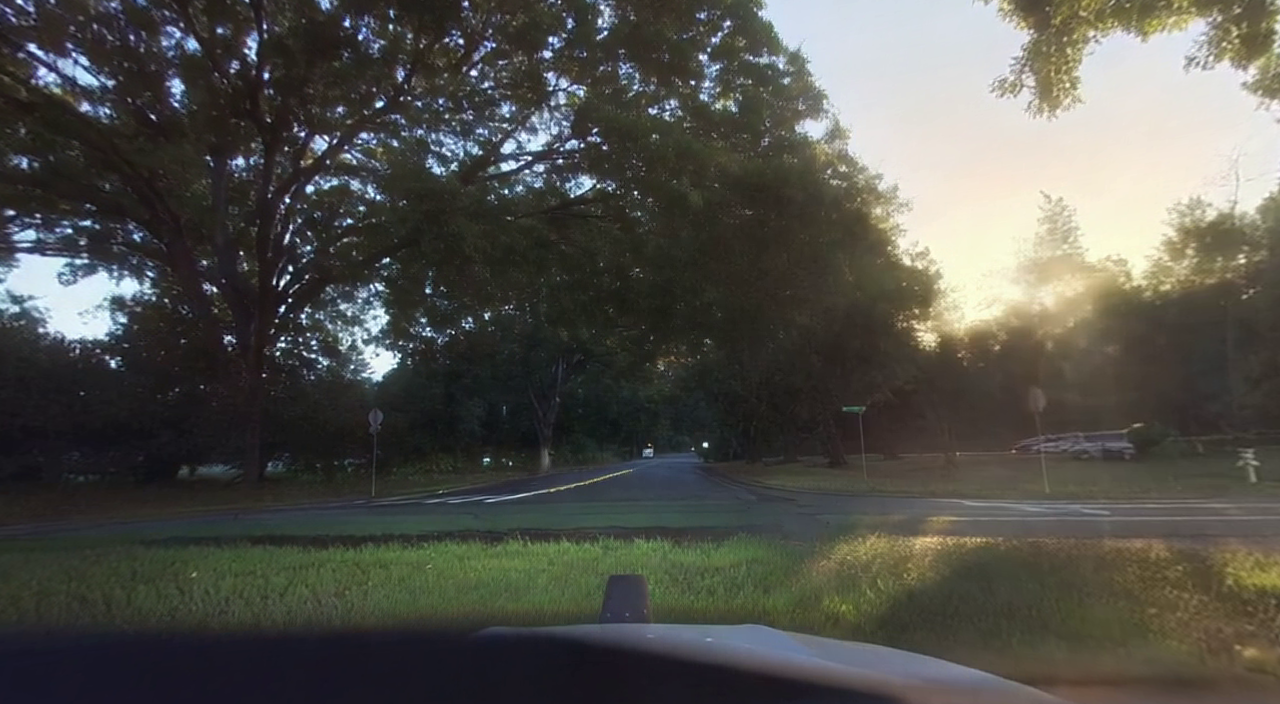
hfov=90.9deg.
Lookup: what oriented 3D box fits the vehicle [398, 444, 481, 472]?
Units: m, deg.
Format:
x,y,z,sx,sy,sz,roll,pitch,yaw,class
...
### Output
x,y,z,sx,sy,sz,roll,pitch,yaw,class
-12.680,6.724,40.078,4.590,1.735,1.973,0,-9,3,vehicle
